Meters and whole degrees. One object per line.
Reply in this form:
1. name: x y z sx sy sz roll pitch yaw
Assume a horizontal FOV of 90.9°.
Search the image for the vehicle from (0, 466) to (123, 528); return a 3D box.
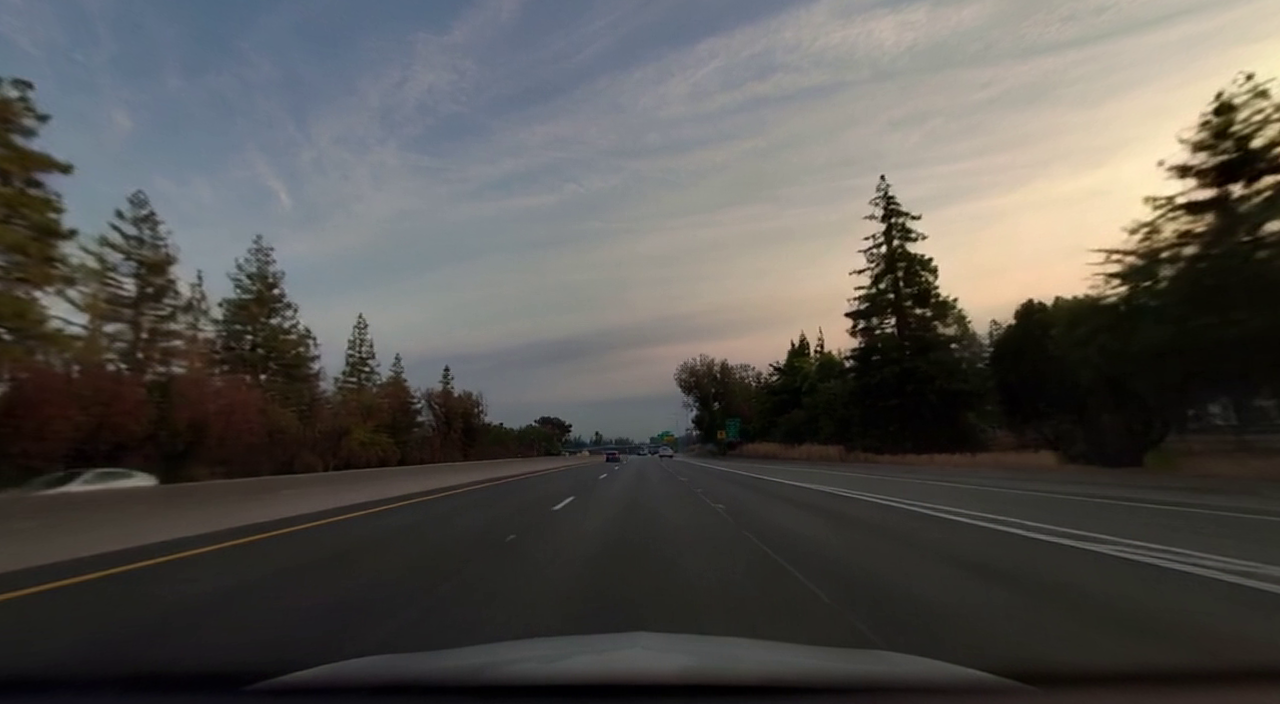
1. vehicle: -16.604 3.866 17.126 1.769 1.419 3.896 0 -9 0
